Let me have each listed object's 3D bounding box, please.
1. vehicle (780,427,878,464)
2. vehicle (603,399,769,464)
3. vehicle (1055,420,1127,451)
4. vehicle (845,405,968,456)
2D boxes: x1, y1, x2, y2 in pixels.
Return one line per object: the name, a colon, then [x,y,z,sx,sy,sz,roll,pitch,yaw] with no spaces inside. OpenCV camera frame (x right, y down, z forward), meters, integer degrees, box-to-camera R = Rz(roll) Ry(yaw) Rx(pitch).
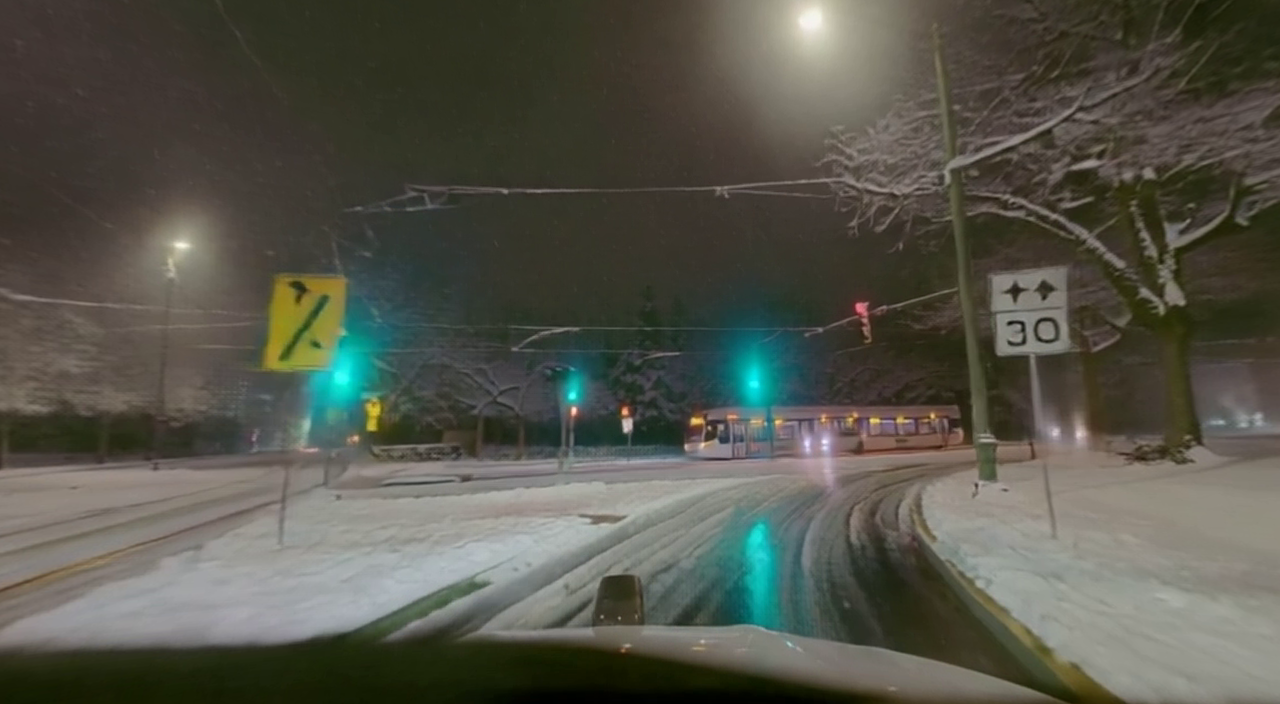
vehicle: [9.767,4.821,32.368,4.687,1.760,2.028,4,-10,-27]
vehicle: [3.013,5.129,39.959,10.391,3.725,2.904,4,-10,-24]
vehicle: [31.332,5.818,43.533,4.386,2.070,2.092,4,-10,-26]
vehicle: [20.860,6.045,48.804,10.068,3.618,2.878,2,-9,-28]
